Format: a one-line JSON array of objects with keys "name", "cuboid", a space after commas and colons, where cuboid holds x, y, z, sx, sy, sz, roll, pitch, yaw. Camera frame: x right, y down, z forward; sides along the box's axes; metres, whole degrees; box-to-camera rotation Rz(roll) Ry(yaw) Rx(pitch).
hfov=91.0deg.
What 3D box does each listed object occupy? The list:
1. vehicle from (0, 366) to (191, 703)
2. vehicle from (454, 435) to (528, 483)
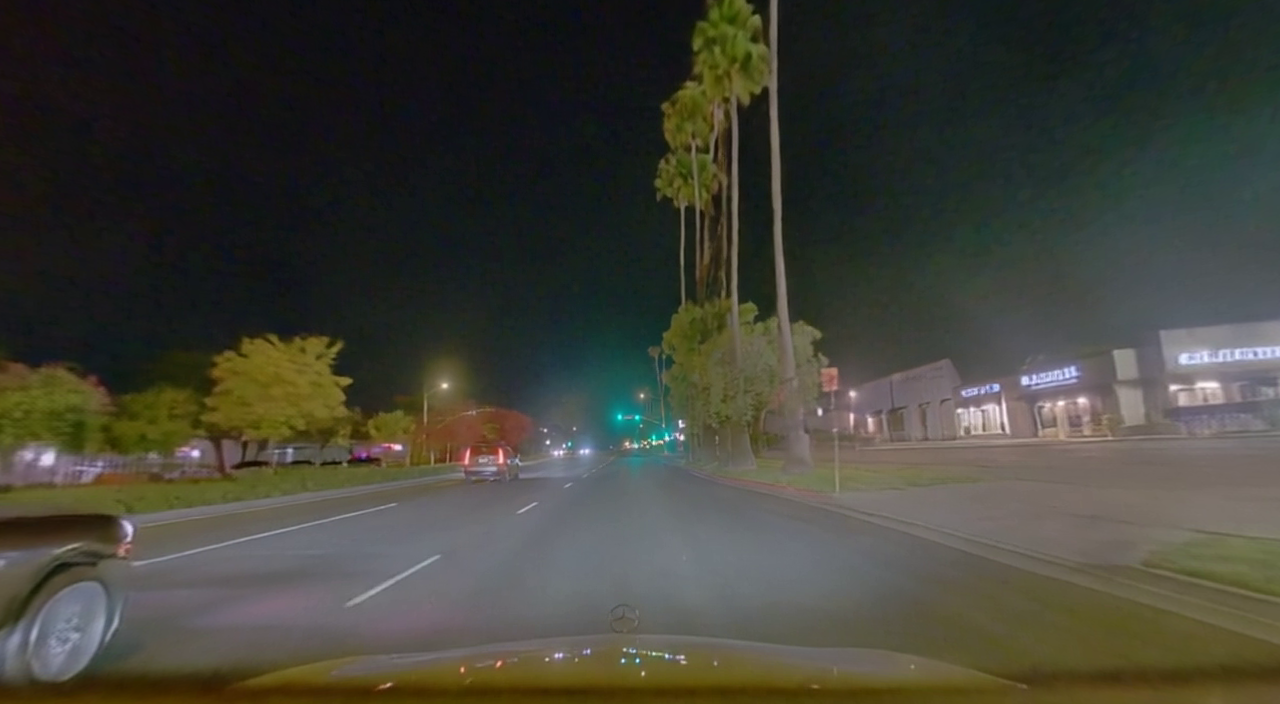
[{"name": "vehicle", "cuboid": [-3.850, 0.762, 1.810, 2.041, 1.666, 4.182, 0, -8, -1]}, {"name": "vehicle", "cuboid": [-6.199, 4.501, 26.731, 2.136, 1.844, 4.363, 0, -8, -1]}]
